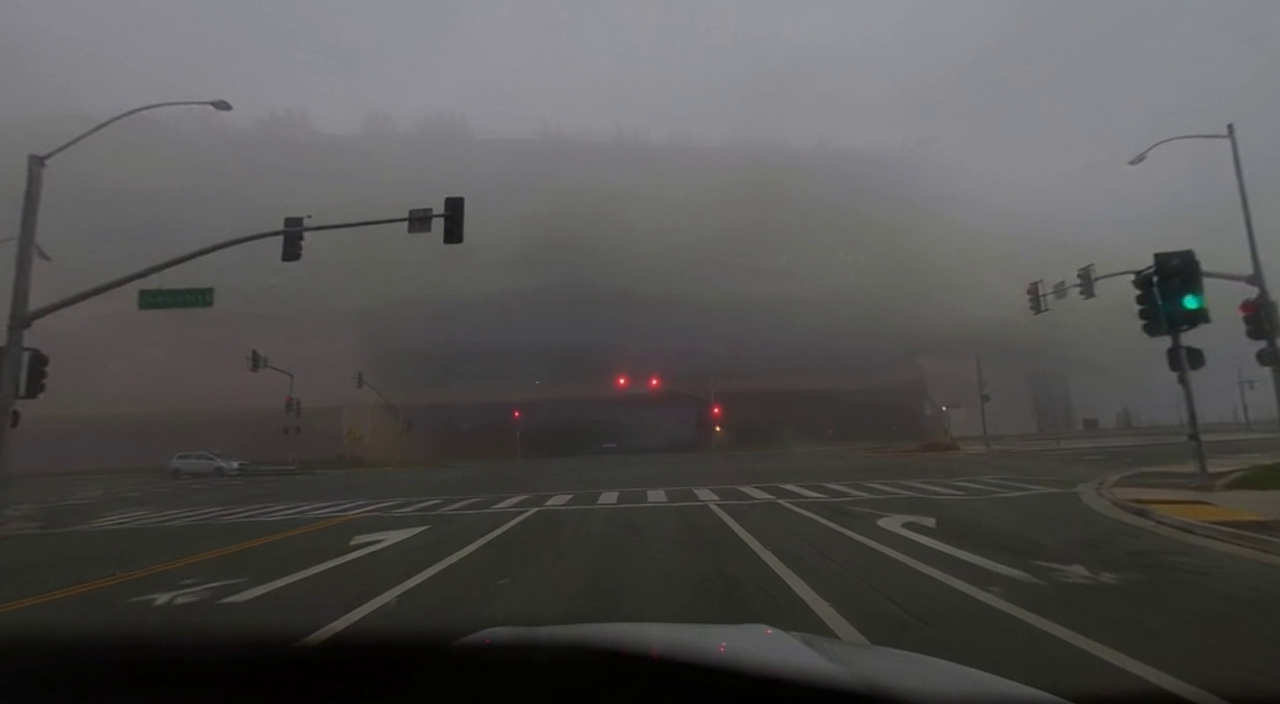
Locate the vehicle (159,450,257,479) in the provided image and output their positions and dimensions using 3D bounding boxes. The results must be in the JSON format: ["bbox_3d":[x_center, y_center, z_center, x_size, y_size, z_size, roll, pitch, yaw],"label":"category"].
[{"bbox_3d":[-25.110,6.521,36.745,4.332,1.573,1.900,0,-8,3],"label":"vehicle"}]
